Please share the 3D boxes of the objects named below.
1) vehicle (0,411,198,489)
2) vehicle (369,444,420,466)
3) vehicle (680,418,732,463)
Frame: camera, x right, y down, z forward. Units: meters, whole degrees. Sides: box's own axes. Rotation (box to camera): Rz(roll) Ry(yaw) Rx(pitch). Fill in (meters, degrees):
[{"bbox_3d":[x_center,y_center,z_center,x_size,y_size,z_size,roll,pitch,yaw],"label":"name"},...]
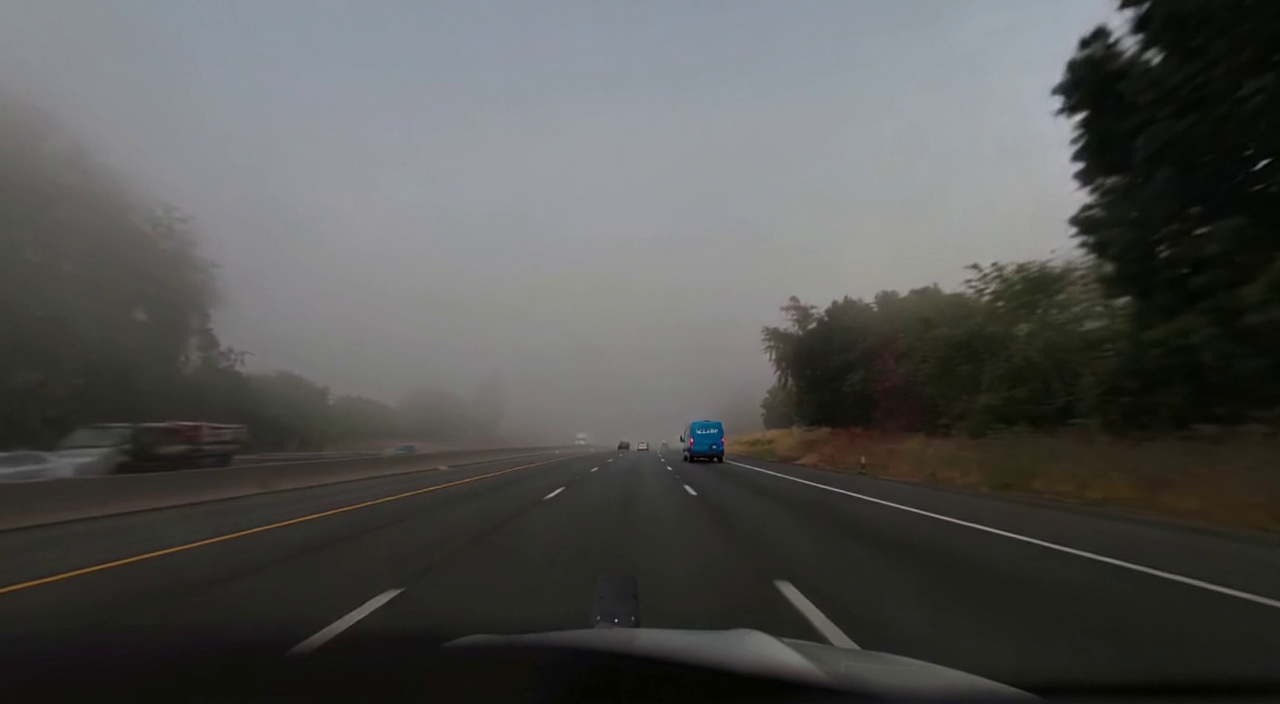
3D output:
[{"bbox_3d":[-21.688,3.932,25.504,2.547,2.693,6.627,-1,-8,2],"label":"vehicle"},{"bbox_3d":[-16.944,7.091,43.599,1.848,1.459,4.093,-1,-8,1],"label":"vehicle"},{"bbox_3d":[3.968,5.477,38.880,2.485,2.562,5.535,0,-8,-1],"label":"vehicle"}]
